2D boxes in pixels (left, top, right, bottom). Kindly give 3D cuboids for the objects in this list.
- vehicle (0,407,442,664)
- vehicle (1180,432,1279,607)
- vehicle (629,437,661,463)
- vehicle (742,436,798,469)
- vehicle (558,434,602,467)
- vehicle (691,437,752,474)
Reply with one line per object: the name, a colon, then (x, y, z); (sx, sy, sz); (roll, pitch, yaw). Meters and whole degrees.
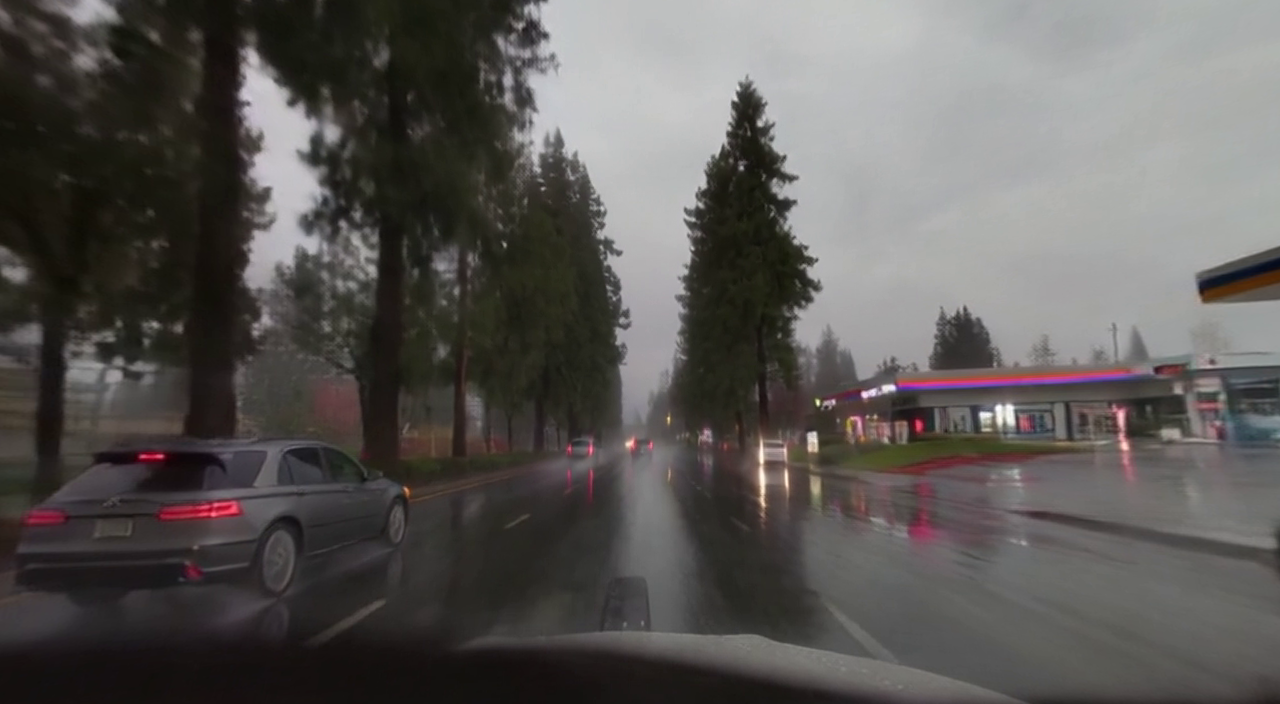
vehicle: (-3.915, 1.476, 6.444); (1.988, 1.530, 5.155); (0, -8, 2)
vehicle: (6.177, 1.180, 3.864); (1.856, 1.421, 4.357); (0, -8, 0)
vehicle: (0.288, 6.140, 39.583); (1.922, 1.579, 3.642); (0, -8, 0)
vehicle: (6.620, 5.167, 32.547); (1.983, 1.599, 4.243); (0, -8, 0)
vehicle: (-3.348, 5.632, 36.076); (2.051, 1.747, 4.370); (0, -8, 1)
vehicle: (3.437, 4.481, 27.519); (2.010, 1.486, 4.498); (0, -8, -1)
